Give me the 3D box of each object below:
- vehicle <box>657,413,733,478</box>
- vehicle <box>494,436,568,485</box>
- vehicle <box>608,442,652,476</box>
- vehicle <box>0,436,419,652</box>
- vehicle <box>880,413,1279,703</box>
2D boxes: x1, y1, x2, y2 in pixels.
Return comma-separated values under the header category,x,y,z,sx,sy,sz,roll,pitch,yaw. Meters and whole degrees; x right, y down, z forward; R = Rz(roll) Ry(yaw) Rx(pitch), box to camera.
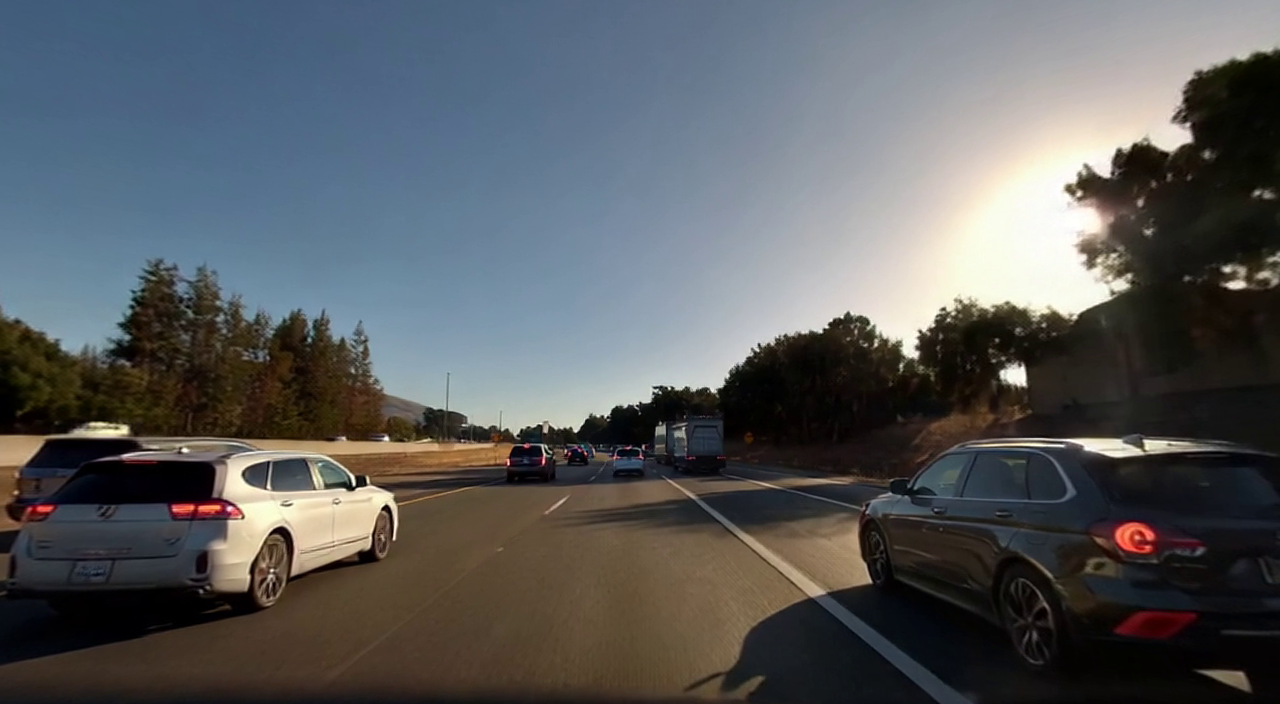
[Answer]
category,x,y,z,sx,sy,sz,roll,pitch,yaw
vehicle,2.989,5.715,38.358,3.426,3.279,12.313,0,-9,0
vehicle,-4.307,4.407,25.788,2.176,1.783,4.799,0,-9,0
vehicle,-0.553,5.755,34.111,2.235,1.682,4.094,0,-9,-1
vehicle,-4.072,1.629,6.465,1.947,1.424,4.264,0,-9,2
vehicle,3.124,1.154,3.288,2.031,1.504,4.327,0,-9,0
